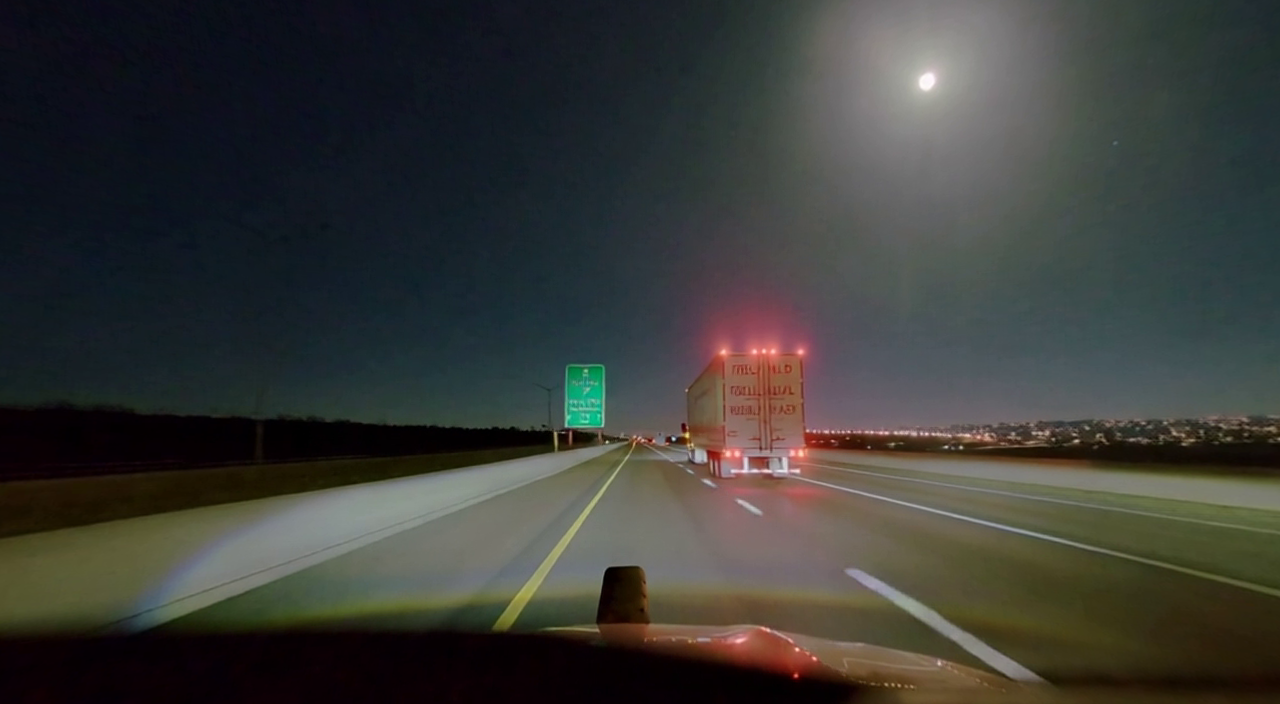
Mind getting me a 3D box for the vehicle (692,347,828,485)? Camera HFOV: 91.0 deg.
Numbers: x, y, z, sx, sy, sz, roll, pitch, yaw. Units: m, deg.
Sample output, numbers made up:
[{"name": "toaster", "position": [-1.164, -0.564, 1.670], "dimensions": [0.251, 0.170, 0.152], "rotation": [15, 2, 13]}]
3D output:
[{"name": "vehicle", "position": [4.101, 2.873, 25.661], "dimensions": [3.006, 4.093, 14.142], "rotation": [0, -8, 1]}]
